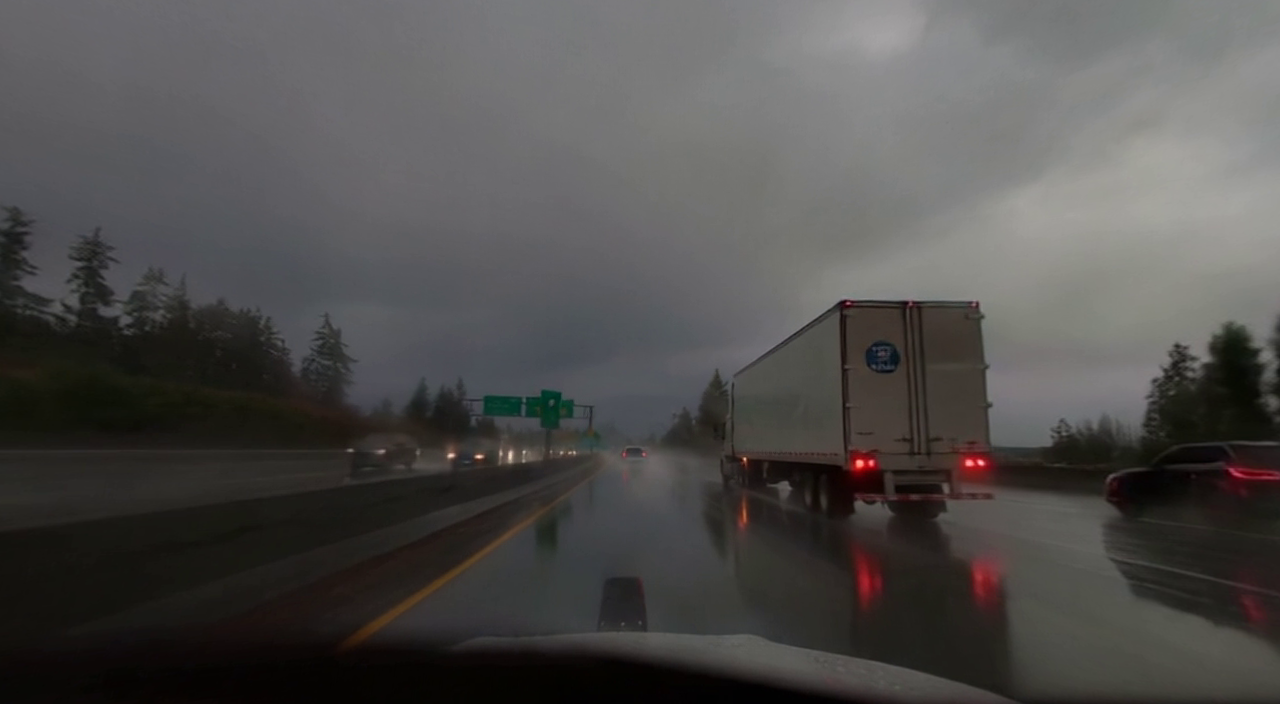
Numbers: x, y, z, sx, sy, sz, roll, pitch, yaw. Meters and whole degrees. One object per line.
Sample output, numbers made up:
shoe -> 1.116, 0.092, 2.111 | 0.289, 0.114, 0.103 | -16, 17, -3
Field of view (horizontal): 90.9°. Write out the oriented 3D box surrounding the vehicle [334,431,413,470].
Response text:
vehicle -> -12.487, 4.664, 29.824 | 1.945, 1.570, 4.183 | 4, -9, -2

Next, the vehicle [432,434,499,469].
vehicle -> -8.136, 4.690, 29.741 | 2.029, 1.527, 4.006 | 0, -9, 0

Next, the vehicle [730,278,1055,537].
vehicle -> 4.848, 1.881, 16.746 | 2.890, 4.006, 14.039 | 0, -9, 0

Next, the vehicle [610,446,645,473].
vehicle -> -0.774, 6.744, 39.854 | 2.111, 1.599, 3.859 | 0, -9, -1
